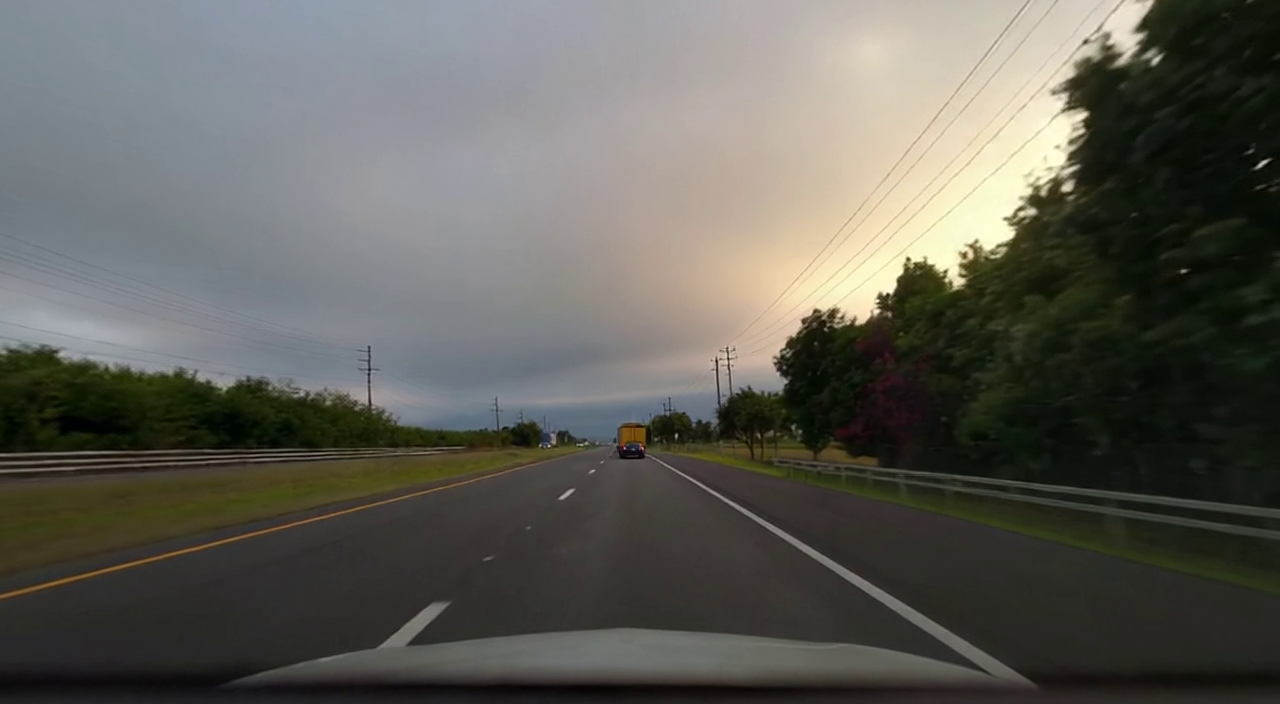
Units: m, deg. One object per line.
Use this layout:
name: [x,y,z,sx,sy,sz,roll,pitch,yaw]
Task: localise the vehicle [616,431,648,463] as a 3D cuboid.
vehicle: [-0.651,6.898,45.839,2.240,2.129,4.480,0,-8,-2]
